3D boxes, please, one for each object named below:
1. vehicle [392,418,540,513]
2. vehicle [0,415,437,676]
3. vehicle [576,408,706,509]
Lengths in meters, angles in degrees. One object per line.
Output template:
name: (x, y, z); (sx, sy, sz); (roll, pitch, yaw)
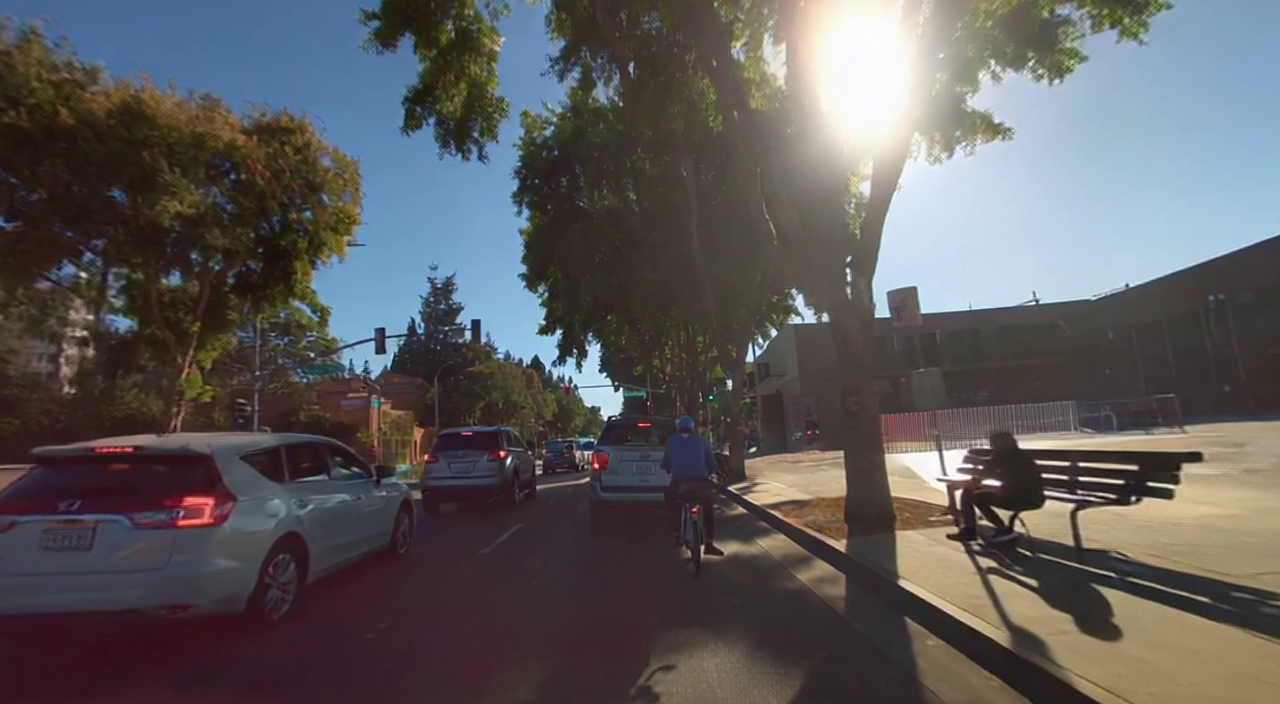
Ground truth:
vehicle: (-3.623, 2.472, 14.145); (2.046, 1.750, 4.452); (0, -9, 0)
vehicle: (-3.599, 1.435, 5.782); (2.064, 1.486, 4.140); (0, -9, 0)
vehicle: (-0.019, 2.372, 14.378); (2.426, 1.882, 5.027); (0, -9, -1)
